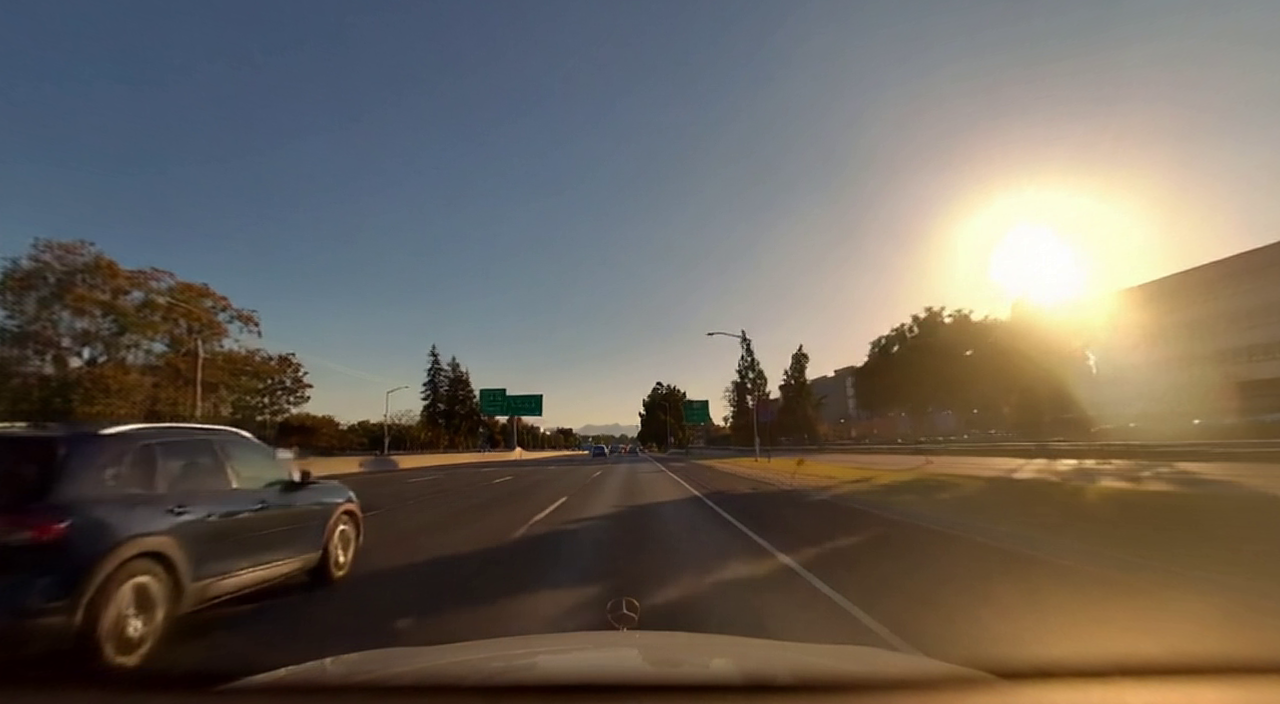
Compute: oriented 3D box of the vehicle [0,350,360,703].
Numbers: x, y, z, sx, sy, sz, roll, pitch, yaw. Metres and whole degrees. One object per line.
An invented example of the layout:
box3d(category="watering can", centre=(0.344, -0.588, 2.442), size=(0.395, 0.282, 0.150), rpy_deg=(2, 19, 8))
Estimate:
box3d(category="vehicle", centre=(-3.905, 1.059, 3.956), size=(2.150, 1.761, 4.697), rpy_deg=(0, -8, 0))
